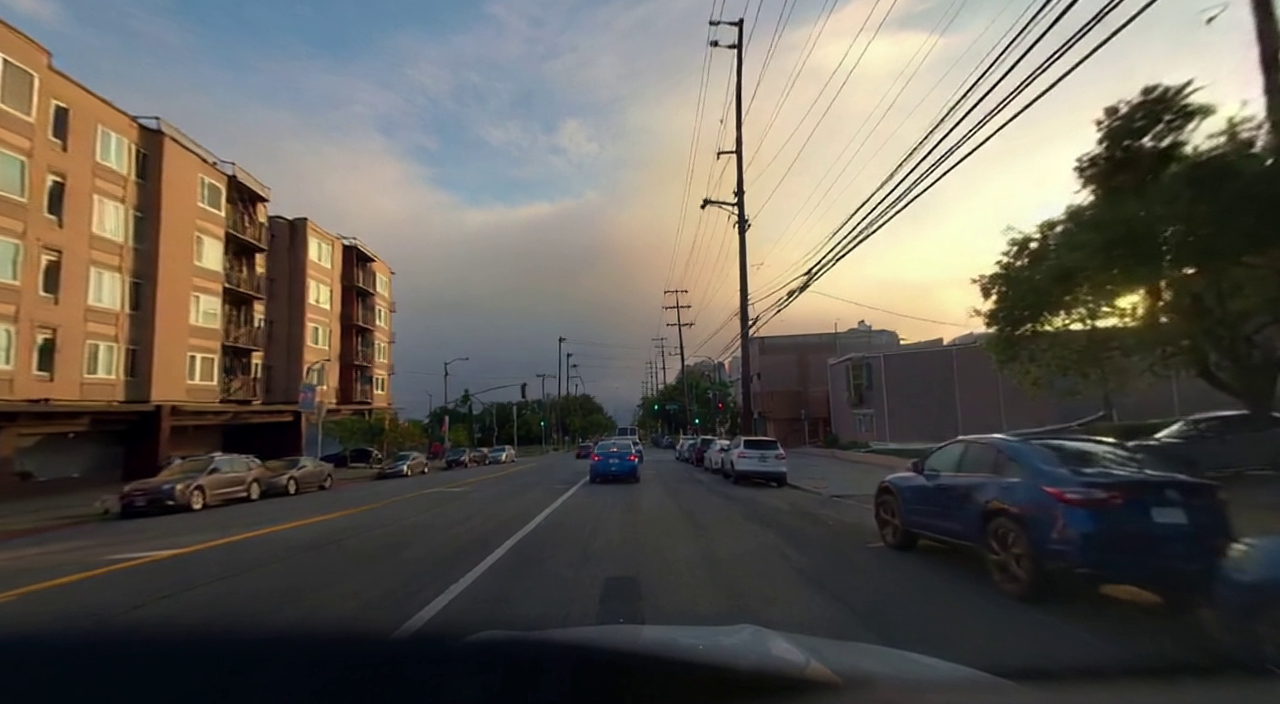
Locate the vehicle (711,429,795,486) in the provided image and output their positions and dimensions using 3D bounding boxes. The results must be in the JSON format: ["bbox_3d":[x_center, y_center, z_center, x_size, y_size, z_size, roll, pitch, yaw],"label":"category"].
[{"bbox_3d":[3.705,3.533,21.476,1.967,1.721,4.410,0,-8,-1],"label":"vehicle"}]

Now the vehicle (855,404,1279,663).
[{"bbox_3d":[4.064,1.485,6.400,1.938,1.570,4.872,1,-8,-2],"label":"vehicle"}]

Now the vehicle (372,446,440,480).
[{"bbox_3d":[-12.057,5.715,32.830,1.868,1.491,4.367,-4,-8,1],"label":"vehicle"}]

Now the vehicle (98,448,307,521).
[{"bbox_3d":[-11.993,3.616,17.969,2.242,1.534,5.414,-4,-8,-2],"label":"vehicle"}]

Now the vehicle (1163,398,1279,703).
[{"bbox_3d":[3.970,0.783,1.374,1.941,1.575,4.315,0,-8,0],"label":"vehicle"}]

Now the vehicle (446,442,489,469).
[{"bbox_3d":[-12.147,7.301,44.753,2.011,1.687,4.079,-2,-8,-2],"label":"vehicle"}]

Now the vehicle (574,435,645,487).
[{"bbox_3d":[-0.869,3.417,20.264,2.019,1.453,4.603,0,-8,0],"label":"vehicle"}]

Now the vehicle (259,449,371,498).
[{"bbox_3d":[-12.025,4.478,23.801,1.850,1.487,4.711,-3,-8,-1],"label":"vehicle"}]
